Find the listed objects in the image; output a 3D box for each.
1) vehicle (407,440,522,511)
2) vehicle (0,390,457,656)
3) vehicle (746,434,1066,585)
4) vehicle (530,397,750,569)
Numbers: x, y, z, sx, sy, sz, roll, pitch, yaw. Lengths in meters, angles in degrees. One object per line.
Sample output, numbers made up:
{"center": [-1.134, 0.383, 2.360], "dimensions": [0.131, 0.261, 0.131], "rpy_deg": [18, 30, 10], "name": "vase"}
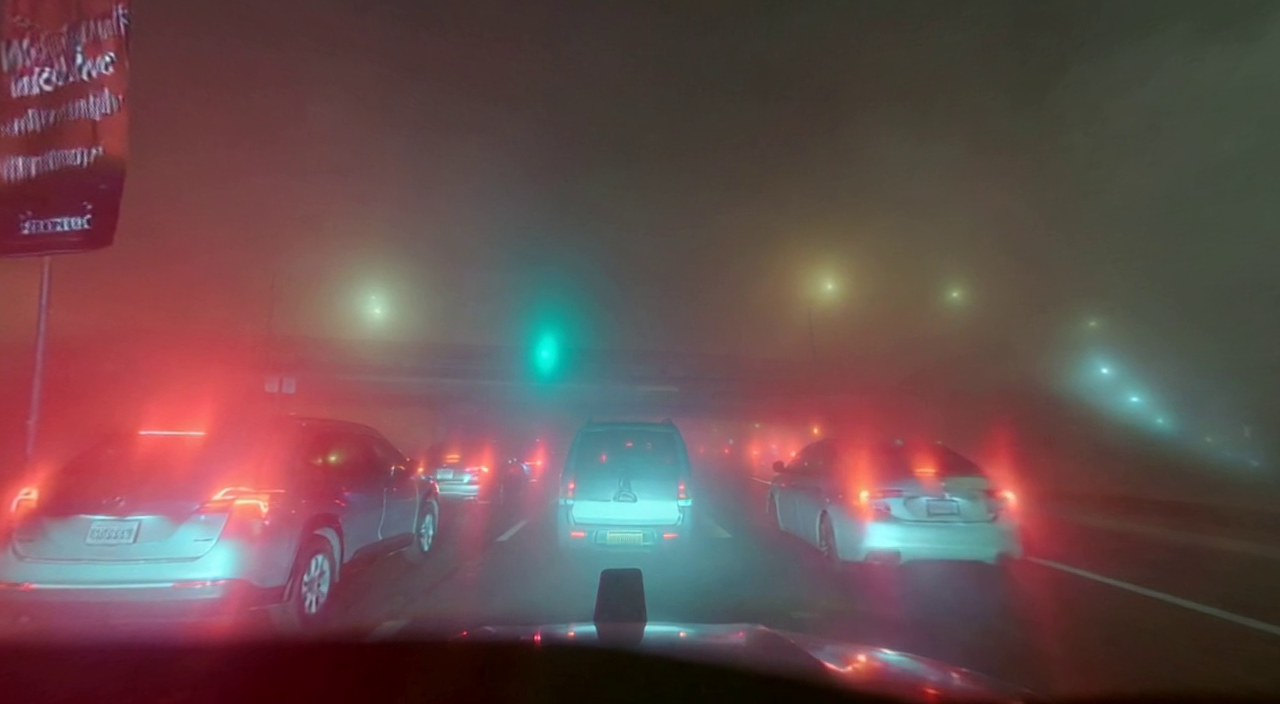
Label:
{"center": [-4.154, 2.946, 15.431], "dimensions": [1.797, 1.505, 3.506], "rpy_deg": [0, -9, 0], "name": "vehicle"}
{"center": [-3.498, 1.422, 6.269], "dimensions": [2.039, 1.709, 4.265], "rpy_deg": [0, -9, 0], "name": "vehicle"}
{"center": [3.069, 1.936, 8.772], "dimensions": [2.228, 1.472, 4.939], "rpy_deg": [0, -9, -1], "name": "vehicle"}
{"center": [-0.080, 1.767, 9.211], "dimensions": [2.409, 1.864, 4.471], "rpy_deg": [0, -9, -2], "name": "vehicle"}
